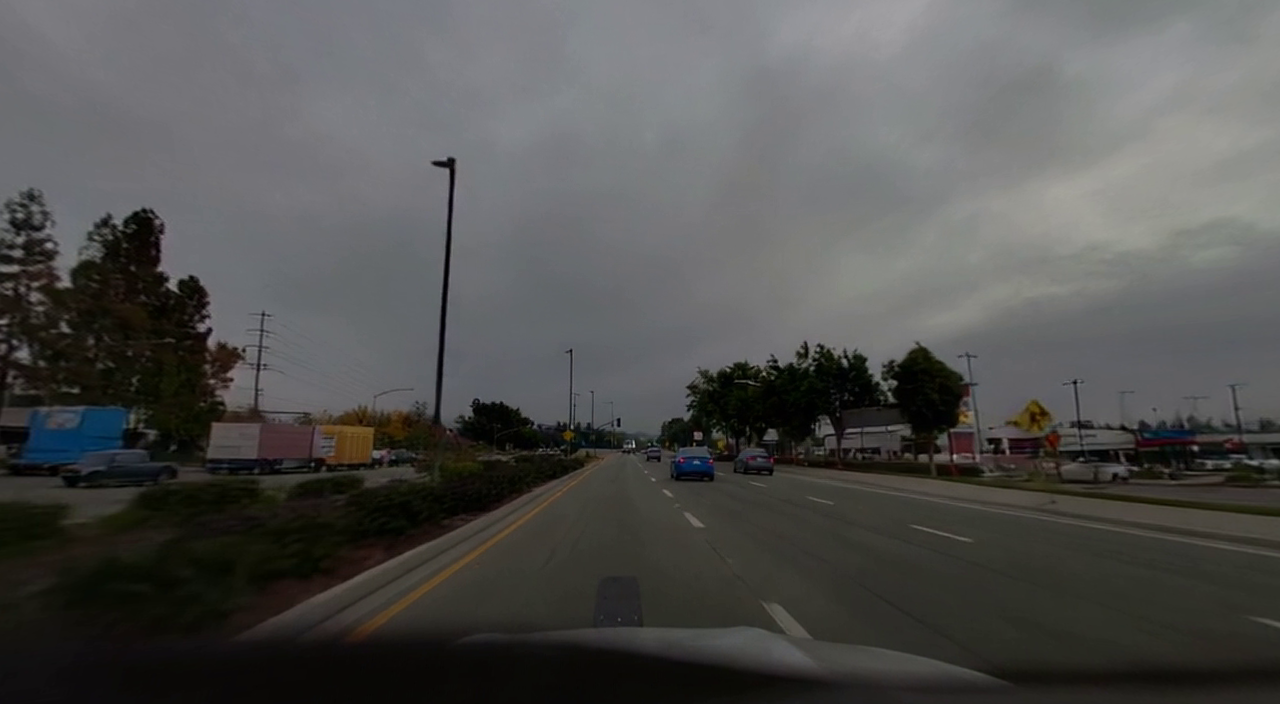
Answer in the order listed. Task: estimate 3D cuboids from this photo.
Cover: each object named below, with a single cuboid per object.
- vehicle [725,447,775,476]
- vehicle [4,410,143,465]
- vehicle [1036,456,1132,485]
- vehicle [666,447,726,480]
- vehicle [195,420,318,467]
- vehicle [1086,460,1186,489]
[{"bbox_3d":[6.107,6.132,35.460,1.886,1.528,4.169,1,-9,-3],"label":"vehicle"},{"bbox_3d":[-34.015,5.268,38.223,2.858,2.981,6.850,2,-9,-11],"label":"vehicle"},{"bbox_3d":[26.692,7.095,37.853,4.586,1.665,1.968,2,-9,-11],"label":"vehicle"},{"bbox_3d":[2.580,5.256,29.923,2.256,1.451,4.313,1,-9,-3],"label":"vehicle"},{"bbox_3d":[-27.358,6.606,45.272,6.822,3.138,2.979,3,-9,-17],"label":"vehicle"},{"bbox_3d":[27.311,6.709,34.661,4.390,1.474,1.851,2,-9,-13],"label":"vehicle"}]
